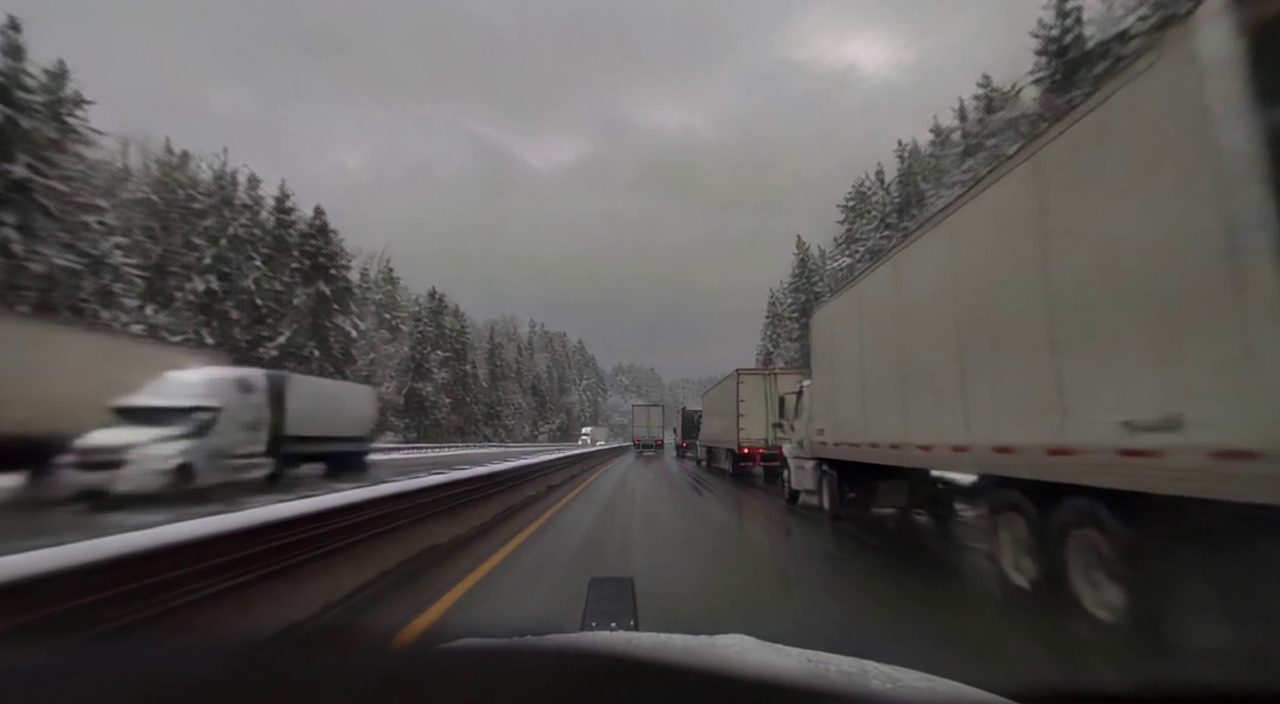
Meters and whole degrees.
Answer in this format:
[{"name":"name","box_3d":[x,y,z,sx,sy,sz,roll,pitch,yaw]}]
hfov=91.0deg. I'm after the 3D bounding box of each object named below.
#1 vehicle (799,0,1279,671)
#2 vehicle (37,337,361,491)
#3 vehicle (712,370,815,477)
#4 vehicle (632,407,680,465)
[{"name":"vehicle","box_3d":[5.056,0.351,7.511,2.749,4.051,12.981,0,-8,-1]},{"name":"vehicle","box_3d":[-8.780,1.469,13.722,2.515,2.577,6.183,-1,-8,0]},{"name":"vehicle","box_3d":[5.045,3.247,27.619,2.843,3.940,8.349,-1,-8,0]},{"name":"vehicle","box_3d":[0.980,5.256,39.167,2.644,3.247,7.454,-1,-8,1]}]
